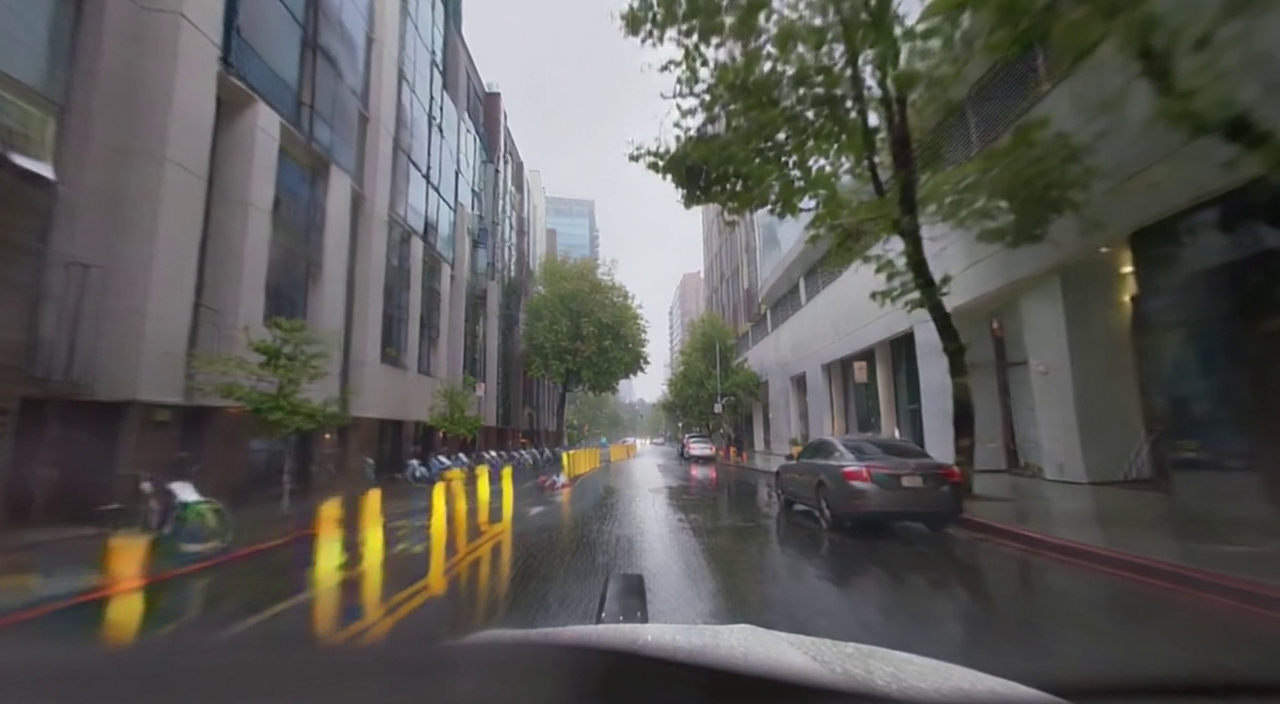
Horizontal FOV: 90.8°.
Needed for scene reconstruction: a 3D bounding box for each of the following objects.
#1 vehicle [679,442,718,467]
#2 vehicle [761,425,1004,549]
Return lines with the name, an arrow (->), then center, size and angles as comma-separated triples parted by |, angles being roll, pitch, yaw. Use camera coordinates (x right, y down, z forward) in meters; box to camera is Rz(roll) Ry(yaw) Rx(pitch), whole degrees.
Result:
vehicle -> 3.726, 6.568, 40.676 | 2.020, 1.448, 4.220 | -1, -8, -1
vehicle -> 3.387, 1.974, 10.102 | 1.963, 1.445, 4.948 | -1, -8, 1
